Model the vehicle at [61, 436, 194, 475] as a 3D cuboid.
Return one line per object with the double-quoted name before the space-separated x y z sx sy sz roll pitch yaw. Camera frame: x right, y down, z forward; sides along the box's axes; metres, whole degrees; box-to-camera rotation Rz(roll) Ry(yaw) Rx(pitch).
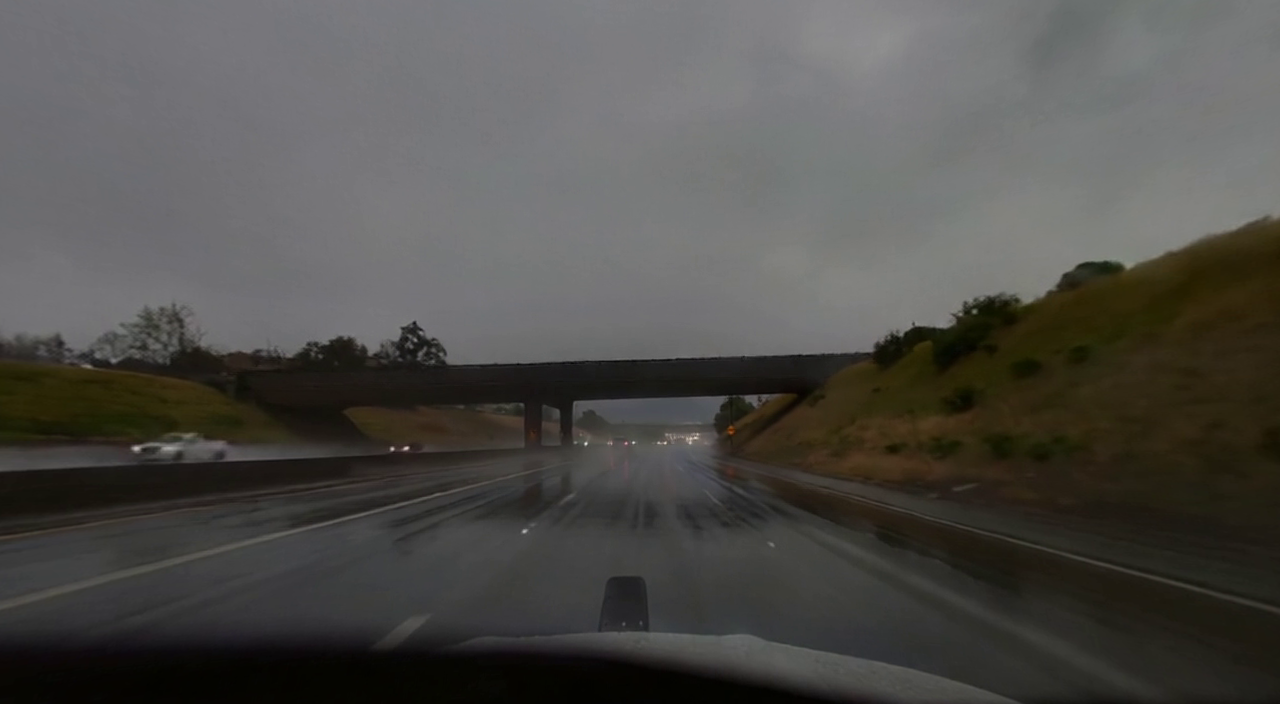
"vehicle" -24.666 5.014 30.669 1.961 1.717 5.260 0 -9 1
